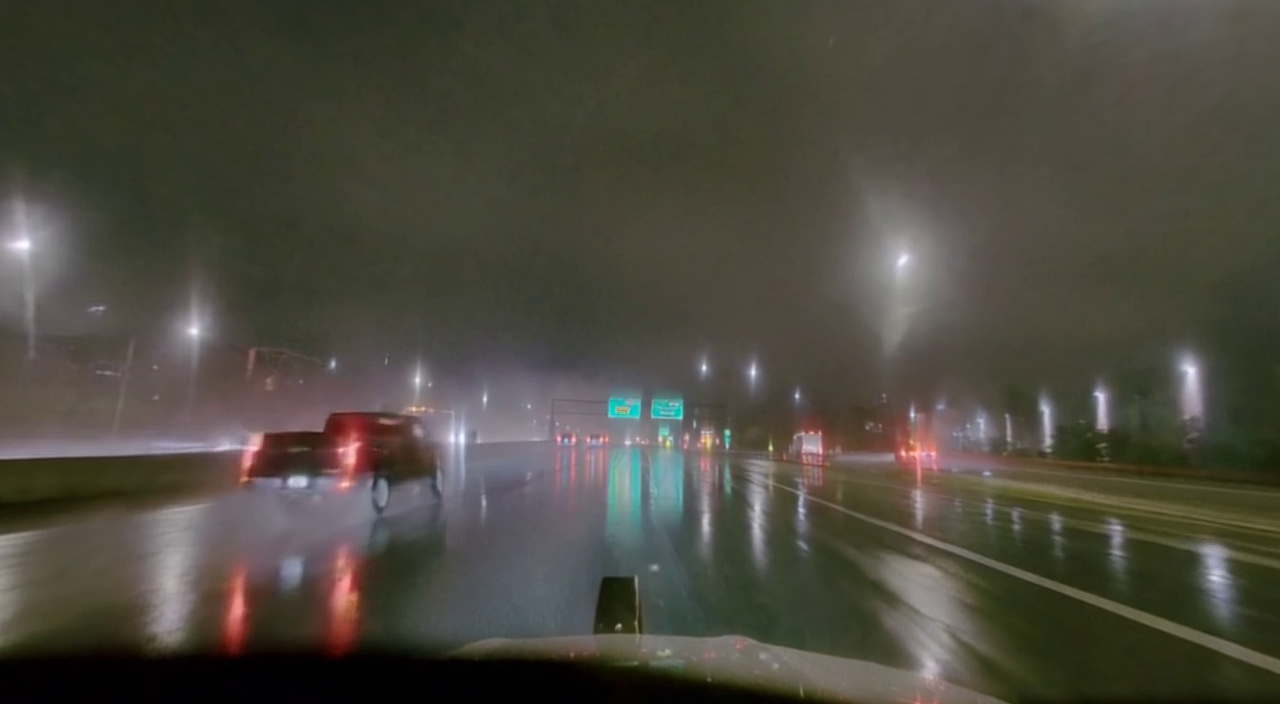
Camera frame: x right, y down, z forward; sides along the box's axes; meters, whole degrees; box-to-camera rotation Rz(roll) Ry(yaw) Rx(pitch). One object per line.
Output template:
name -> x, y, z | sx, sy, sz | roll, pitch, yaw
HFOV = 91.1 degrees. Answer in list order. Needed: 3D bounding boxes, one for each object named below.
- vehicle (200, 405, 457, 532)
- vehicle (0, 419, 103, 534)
vehicle -> -5.122, 1.960, 11.316 | 2.119, 1.787, 4.655 | 0, -8, 2
vehicle -> -9.289, 1.565, 7.766 | 1.845, 1.493, 3.799 | 0, -8, 2
